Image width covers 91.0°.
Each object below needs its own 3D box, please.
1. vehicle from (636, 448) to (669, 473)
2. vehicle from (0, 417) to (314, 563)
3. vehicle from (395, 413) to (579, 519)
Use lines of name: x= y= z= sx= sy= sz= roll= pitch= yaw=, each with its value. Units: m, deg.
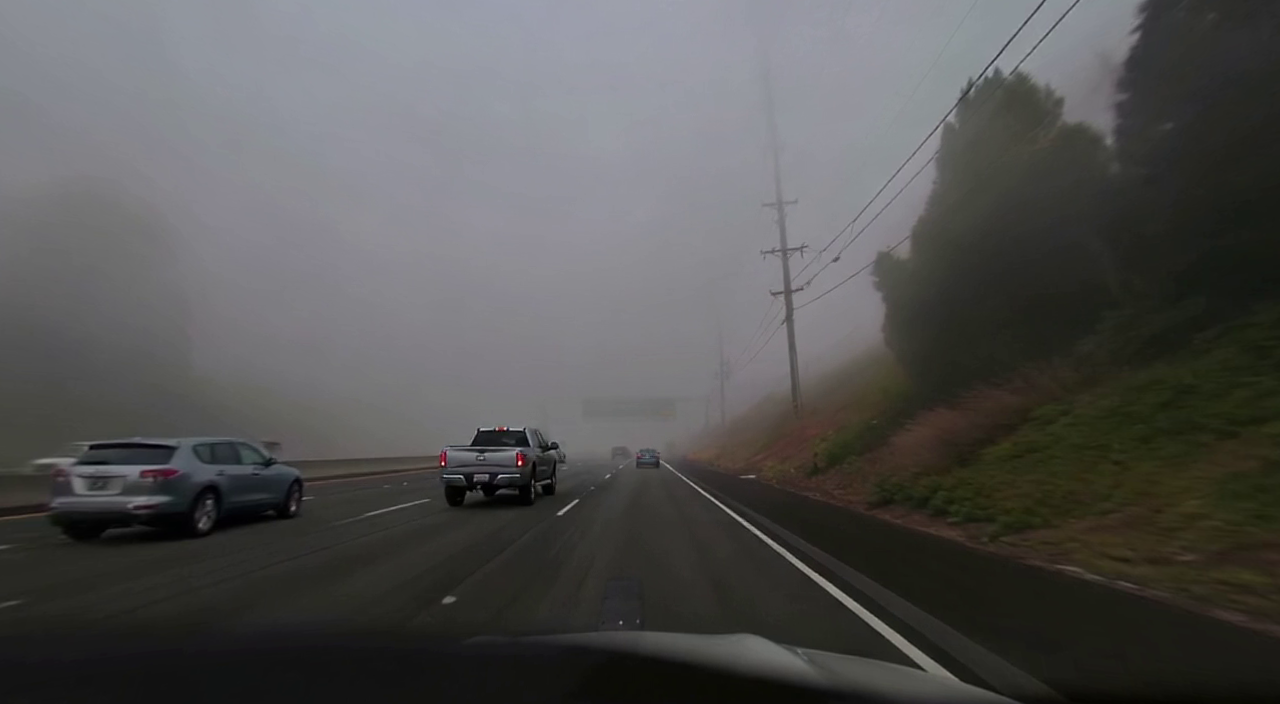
vehicle: x=0.778 y=7.130 z=41.579 sx=2.025 sy=1.485 sz=4.310 roll=0 pitch=-9 yaw=-1
vehicle: x=-7.480 y=1.982 z=9.825 sx=2.143 sy=1.688 sz=4.776 roll=0 pitch=-9 yaw=1
vehicle: x=-3.330 y=2.728 z=15.634 sx=2.972 sy=2.087 sz=6.126 roll=0 pitch=-9 yaw=0
